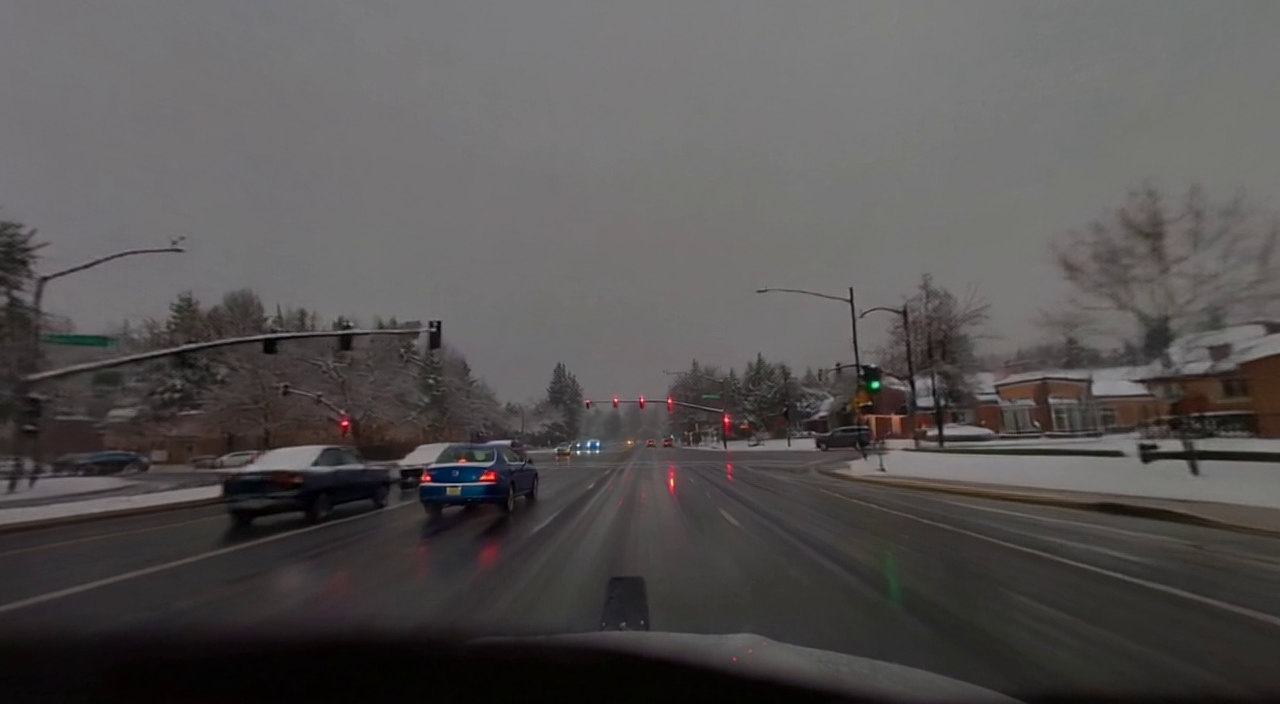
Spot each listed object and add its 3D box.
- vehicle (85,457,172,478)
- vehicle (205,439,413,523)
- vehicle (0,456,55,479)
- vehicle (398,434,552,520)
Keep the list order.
[{"bbox_3d":[-34.406,7.765,42.403,4.759,1.347,2.058,-3,-9,15],"label":"vehicle"},{"bbox_3d":[-6.700,2.640,13.493,2.006,1.461,4.476,0,-9,0],"label":"vehicle"},{"bbox_3d":[-47.473,8.741,47.850,4.329,1.668,1.799,-1,-9,2],"label":"vehicle"},{"bbox_3d":[-3.193,2.524,13.243,1.924,1.480,4.421,0,-9,2],"label":"vehicle"}]
